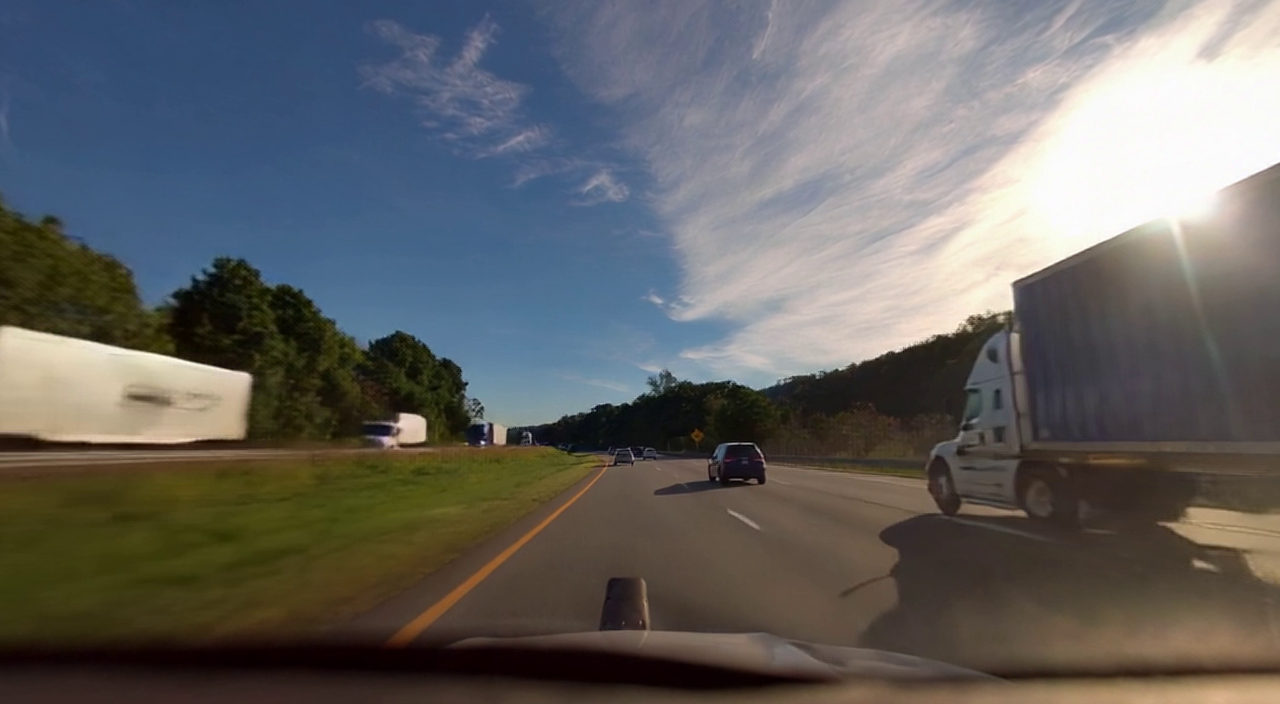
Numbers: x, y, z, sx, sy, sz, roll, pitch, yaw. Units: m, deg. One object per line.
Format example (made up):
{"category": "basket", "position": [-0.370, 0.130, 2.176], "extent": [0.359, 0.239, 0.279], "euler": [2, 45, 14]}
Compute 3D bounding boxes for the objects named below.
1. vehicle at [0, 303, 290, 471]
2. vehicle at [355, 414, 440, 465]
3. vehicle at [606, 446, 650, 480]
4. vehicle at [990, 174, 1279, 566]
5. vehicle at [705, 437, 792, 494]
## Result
{"category": "vehicle", "position": [-16.425, 1.426, 18.583], "extent": [2.926, 3.856, 16.459], "euler": [0, -9, 0]}
{"category": "vehicle", "position": [-13.317, 4.937, 35.182], "extent": [2.216, 2.612, 6.339], "euler": [0, -9, 0]}
{"category": "vehicle", "position": [-0.642, 5.472, 31.313], "extent": [2.050, 1.534, 3.771], "euler": [0, -9, -2]}
{"category": "vehicle", "position": [8.075, -0.124, 4.511], "extent": [2.965, 3.990, 14.227], "euler": [0, -9, 0]}
{"category": "vehicle", "position": [3.321, 3.593, 20.154], "extent": [2.013, 1.623, 3.916], "euler": [0, -9, -1]}
